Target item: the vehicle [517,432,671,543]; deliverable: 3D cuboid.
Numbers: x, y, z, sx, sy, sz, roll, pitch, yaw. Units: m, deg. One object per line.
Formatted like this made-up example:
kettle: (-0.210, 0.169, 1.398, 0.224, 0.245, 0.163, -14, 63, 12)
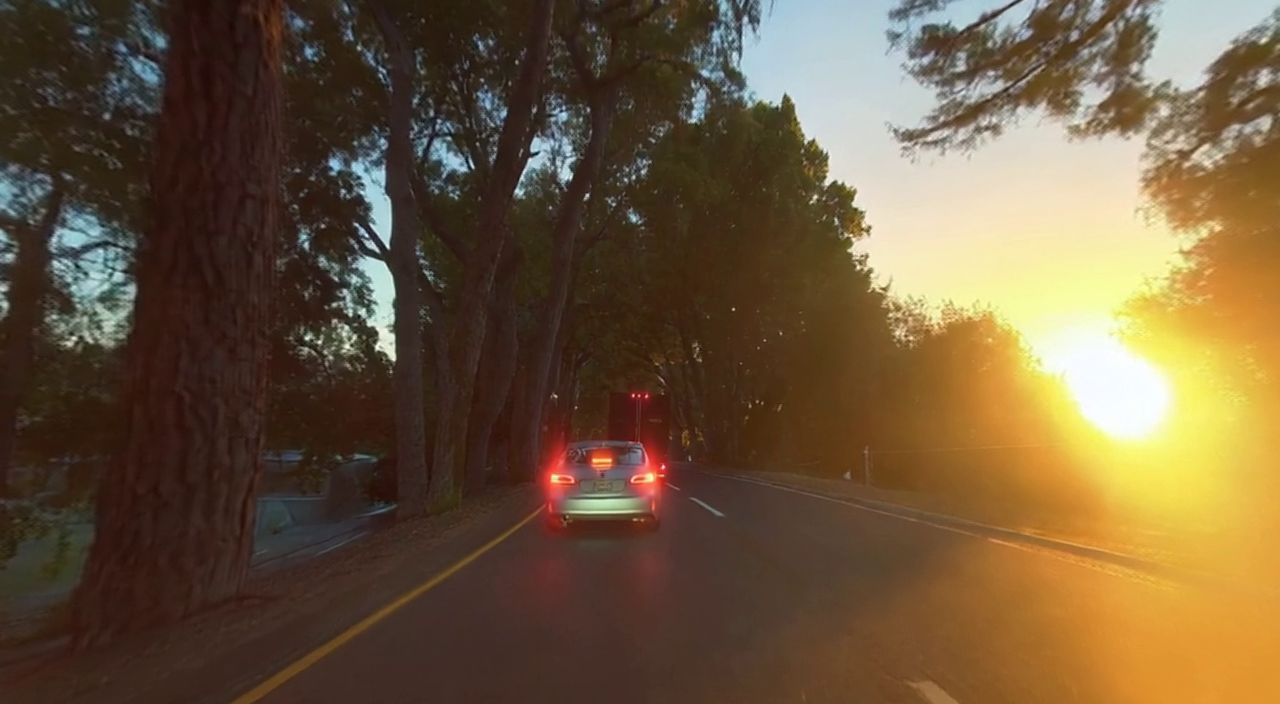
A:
vehicle: (-0.612, 2.143, 10.605, 2.076, 1.490, 4.078, 0, -9, 0)
